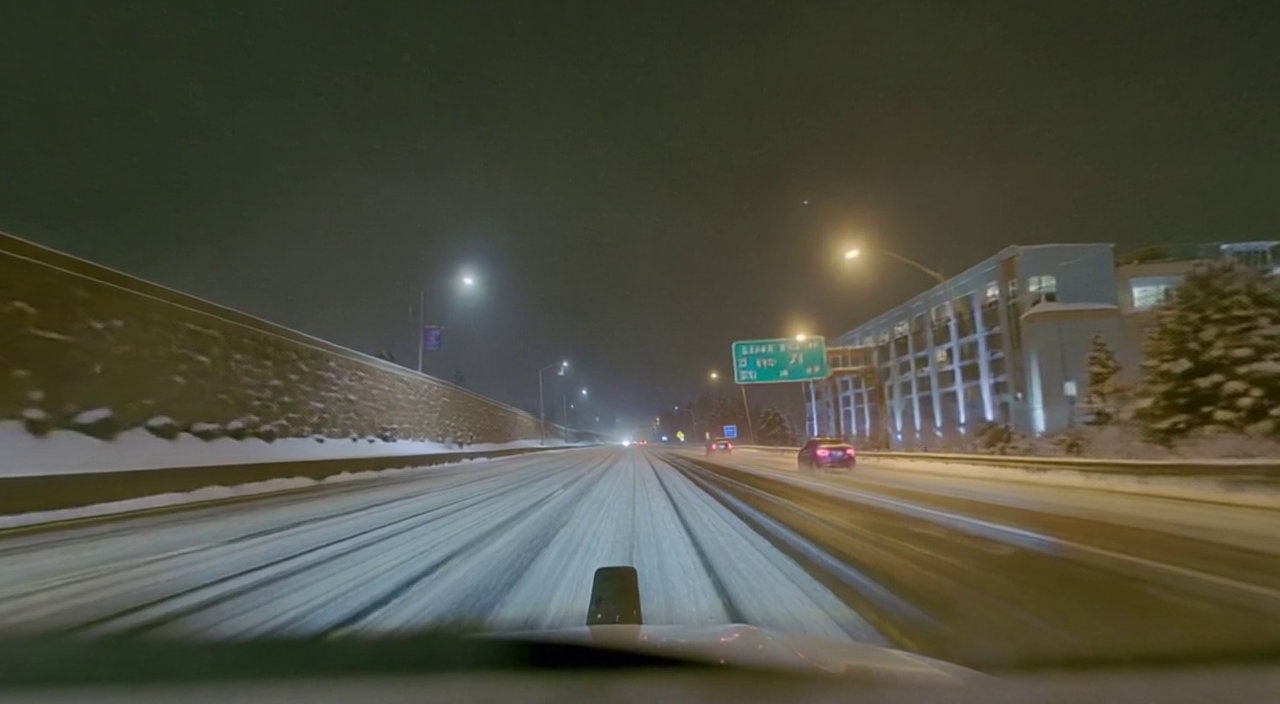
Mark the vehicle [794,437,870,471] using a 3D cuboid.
[{"bbox_3d":[10.003,5.343,33.408,2.165,1.636,5.175,0,-8,-3],"label":"vehicle"}]
